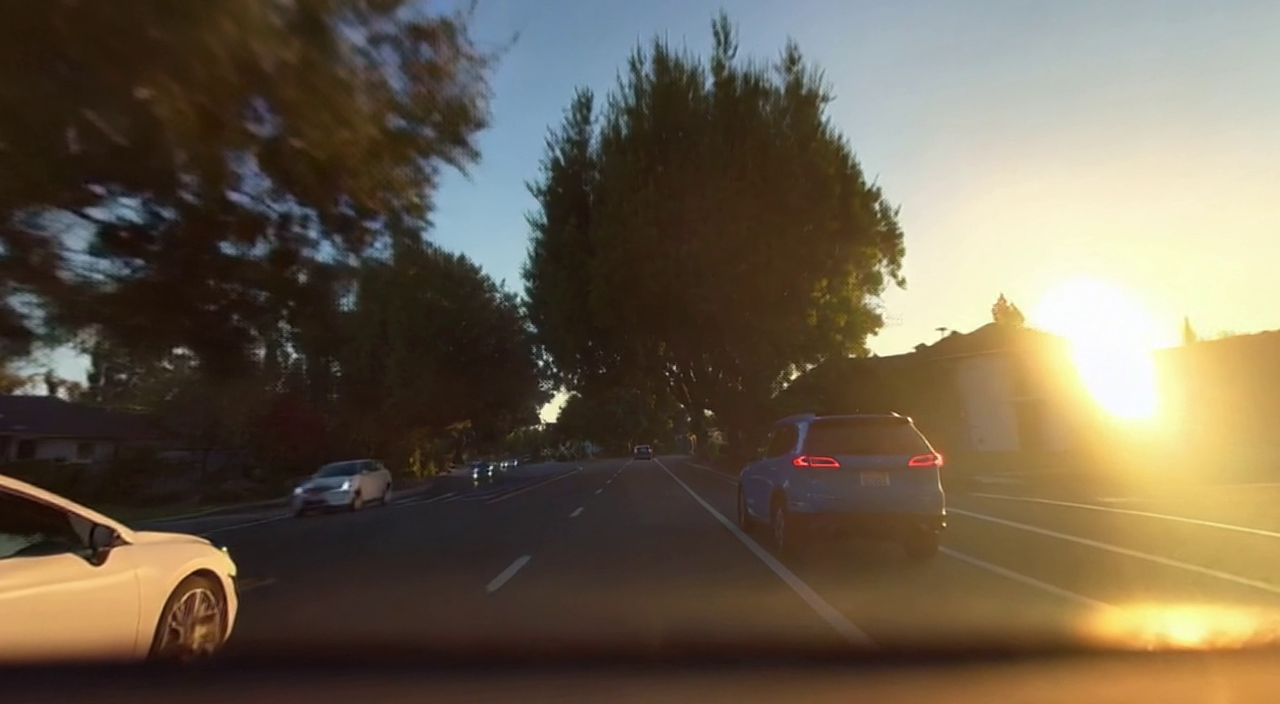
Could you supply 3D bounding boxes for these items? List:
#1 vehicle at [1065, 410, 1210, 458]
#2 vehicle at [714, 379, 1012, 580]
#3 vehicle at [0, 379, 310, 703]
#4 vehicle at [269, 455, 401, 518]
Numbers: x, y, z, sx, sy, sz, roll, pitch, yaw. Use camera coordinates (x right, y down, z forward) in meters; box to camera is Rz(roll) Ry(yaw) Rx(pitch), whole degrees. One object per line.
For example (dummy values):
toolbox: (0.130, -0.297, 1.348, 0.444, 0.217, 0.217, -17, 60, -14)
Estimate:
vehicle: (19.741, 3.358, 25.366, 1.984, 1.740, 4.601, 0, -9, -1)
vehicle: (2.643, 1.740, 9.408, 2.338, 2.063, 5.592, 0, -9, 0)
vehicle: (-3.323, 0.906, 2.026, 2.058, 1.659, 4.514, 0, -9, 0)
vehicle: (-9.507, 4.184, 20.091, 2.058, 1.718, 4.232, 0, -9, 0)
